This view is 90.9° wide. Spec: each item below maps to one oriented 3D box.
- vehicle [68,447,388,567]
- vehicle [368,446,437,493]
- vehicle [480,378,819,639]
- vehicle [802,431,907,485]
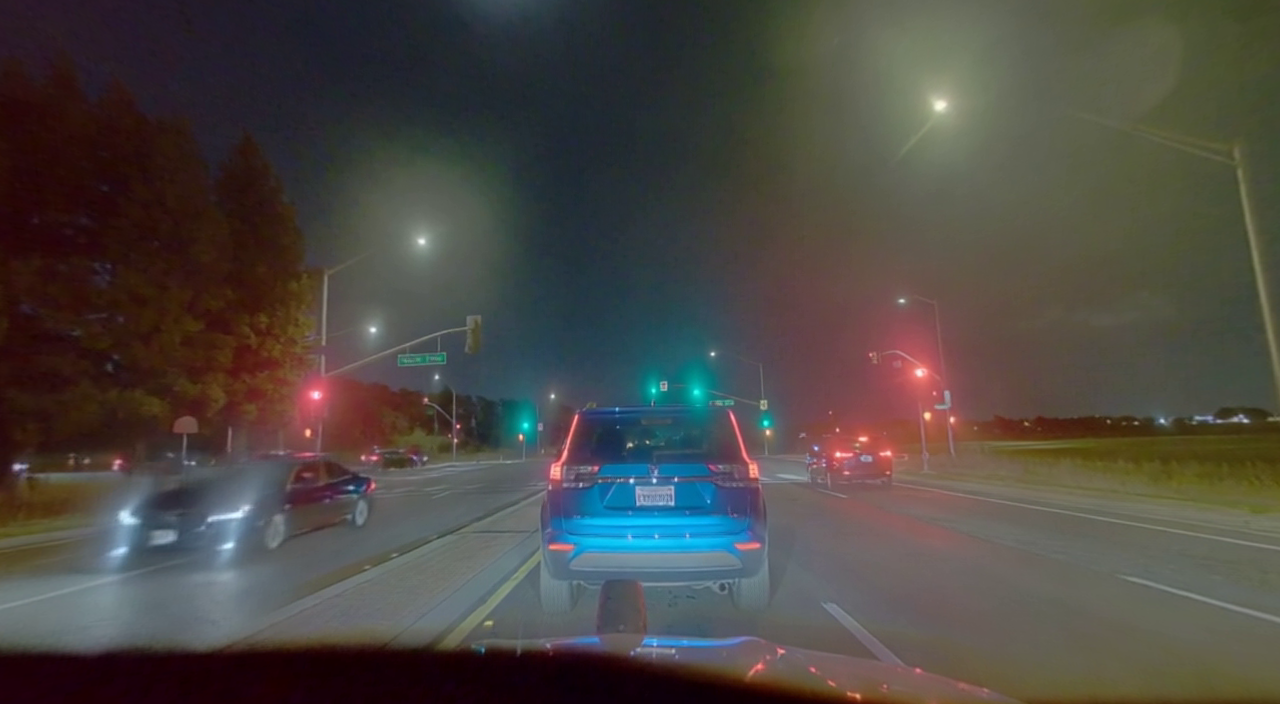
[{"bbox_3d":[-6.256,2.353,10.548,2.425,1.480,4.707,0,-8,-4],"label":"vehicle"},{"bbox_3d":[-9.387,4.501,24.684,2.192,1.606,4.510,3,-9,-24],"label":"vehicle"},{"bbox_3d":[0.053,1.363,6.448,2.298,1.770,4.138,0,-8,0],"label":"vehicle"},{"bbox_3d":[7.113,3.560,21.446,2.012,1.636,4.352,0,-8,0],"label":"vehicle"}]
